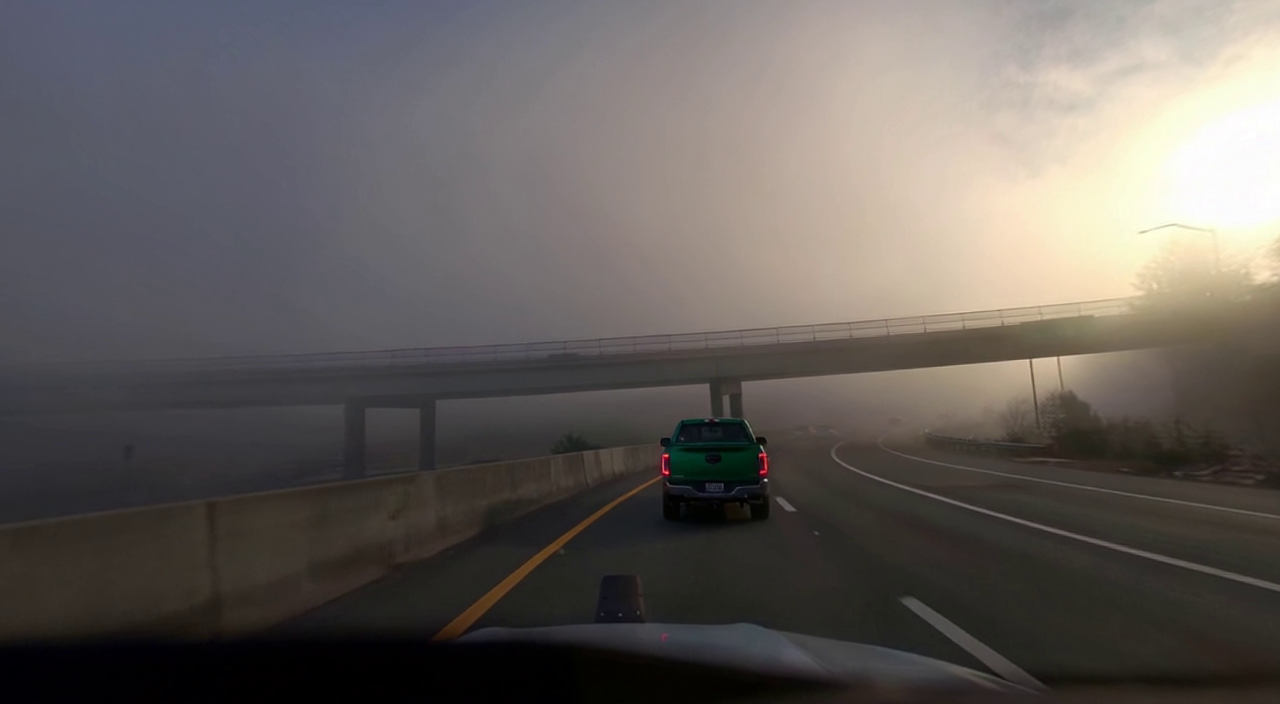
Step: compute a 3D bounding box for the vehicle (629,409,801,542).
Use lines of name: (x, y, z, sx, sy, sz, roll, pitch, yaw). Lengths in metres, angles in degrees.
vehicle: (1.218, 1.942, 10.514, 2.235, 1.716, 4.435, -1, -9, 7)
